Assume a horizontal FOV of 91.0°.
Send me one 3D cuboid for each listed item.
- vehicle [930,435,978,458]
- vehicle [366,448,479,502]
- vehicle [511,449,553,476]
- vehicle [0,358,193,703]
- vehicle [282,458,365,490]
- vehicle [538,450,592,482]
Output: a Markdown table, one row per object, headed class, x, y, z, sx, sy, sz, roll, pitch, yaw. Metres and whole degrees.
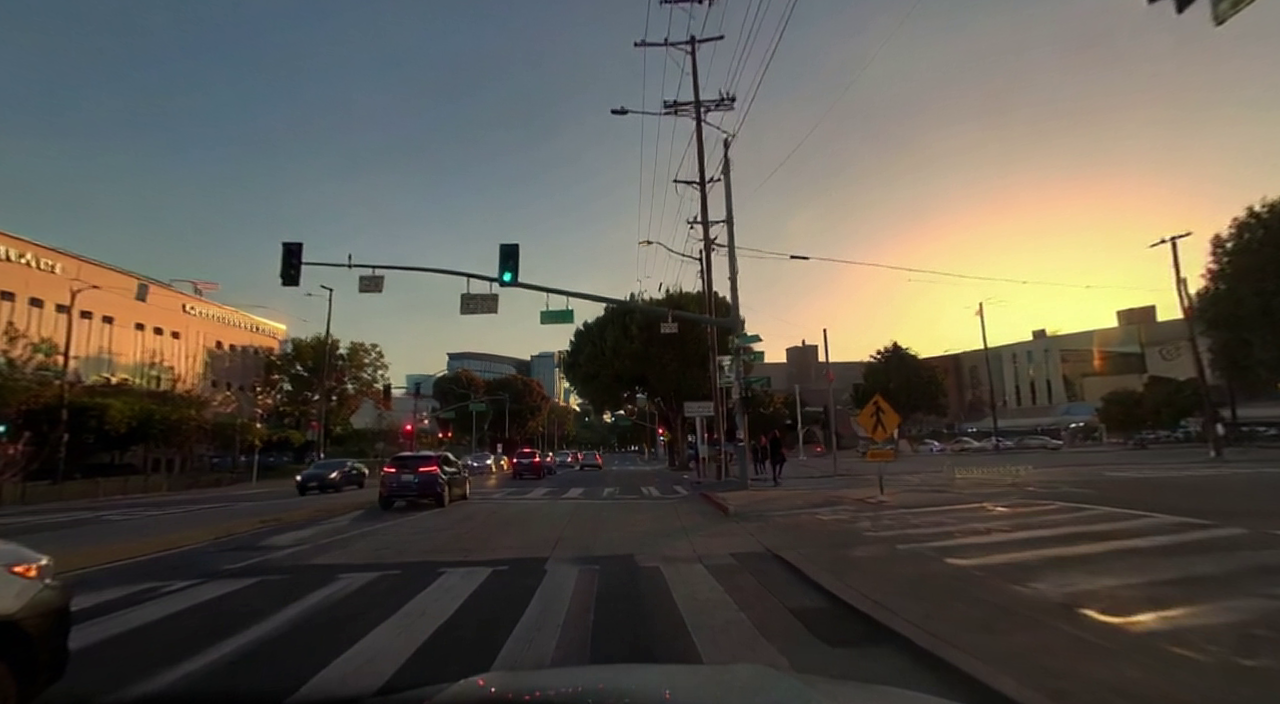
| class | x | y | z | sx | sy | sz | roll | pitch | yaw |
| --- | --- | --- | --- | --- | --- | --- | --- | --- | --- |
| vehicle | 24.451 | 7.355 | 49.082 | 1.690 | 1.559 | 3.521 | 4 | -7 | -6 |
| vehicle | -6.711 | 3.832 | 20.039 | 1.960 | 1.479 | 4.654 | 0 | -9 | 0 |
| vehicle | -7.004 | 7.245 | 41.264 | 2.012 | 1.664 | 3.917 | 0 | -9 | 0 |
| vehicle | -3.407 | 0.650 | 1.013 | 2.042 | 1.673 | 4.516 | 0 | -9 | -1 |
| vehicle | -16.267 | 6.272 | 32.680 | 2.000 | 1.527 | 4.786 | 1 | -9 | -3 |
| vehicle | -3.708 | 5.742 | 31.944 | 2.147 | 1.472 | 4.406 | 0 | -9 | 1 |
